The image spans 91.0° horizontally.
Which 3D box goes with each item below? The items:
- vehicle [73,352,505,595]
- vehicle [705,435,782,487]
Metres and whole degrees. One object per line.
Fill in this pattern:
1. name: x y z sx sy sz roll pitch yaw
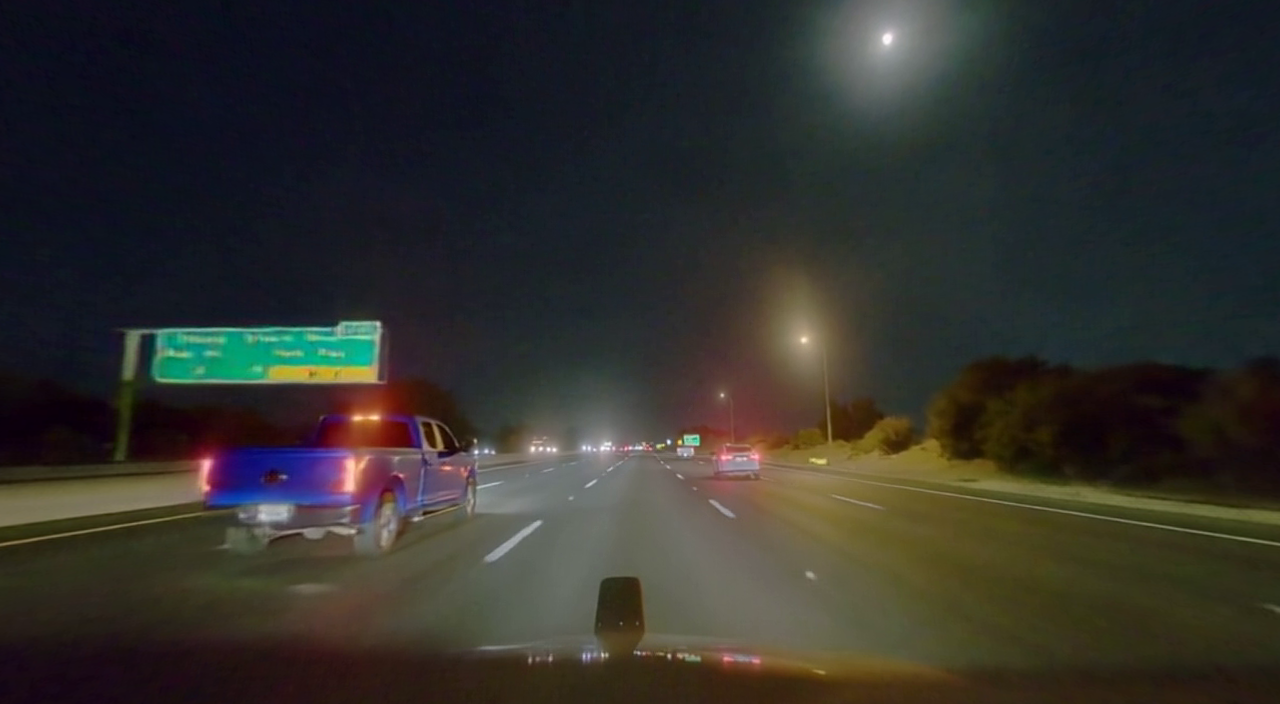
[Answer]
1. vehicle: -3.861 1.569 8.952 2.496 2.203 6.317 0 -9 0
2. vehicle: 3.614 3.907 22.861 2.095 1.668 4.135 0 -9 0
